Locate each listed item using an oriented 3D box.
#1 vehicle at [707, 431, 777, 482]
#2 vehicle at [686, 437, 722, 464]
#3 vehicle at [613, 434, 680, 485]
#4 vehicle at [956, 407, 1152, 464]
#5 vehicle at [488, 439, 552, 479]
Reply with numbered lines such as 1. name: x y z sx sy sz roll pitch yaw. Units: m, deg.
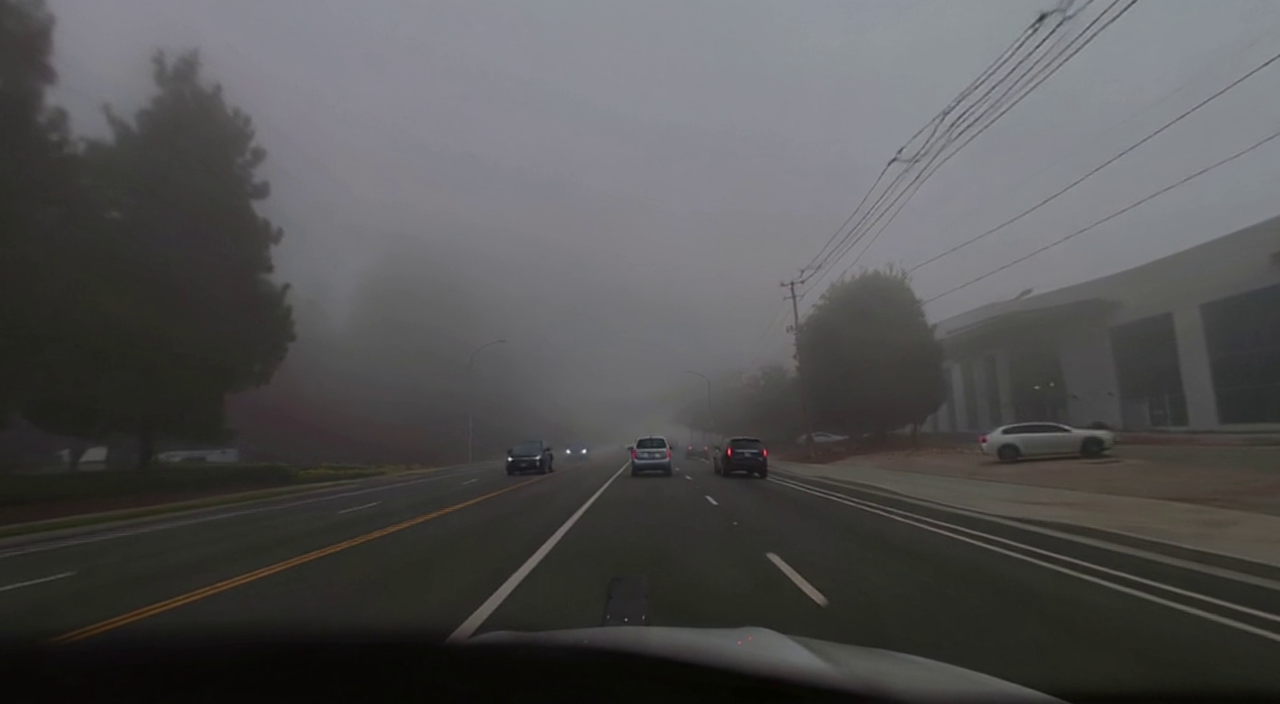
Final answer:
1. vehicle: 3.678 3.850 23.477 1.914 1.698 4.049 0 -8 0
2. vehicle: 4.382 6.820 43.772 2.024 1.711 4.512 0 -8 1
3. vehicle: 0.241 3.883 23.019 2.200 1.653 4.127 0 -8 1
4. vehicle: 15.417 3.214 23.897 5.731 1.720 2.822 -9 -10 31
5. vehicle: -5.921 5.342 31.700 2.193 1.802 4.946 0 -8 1
